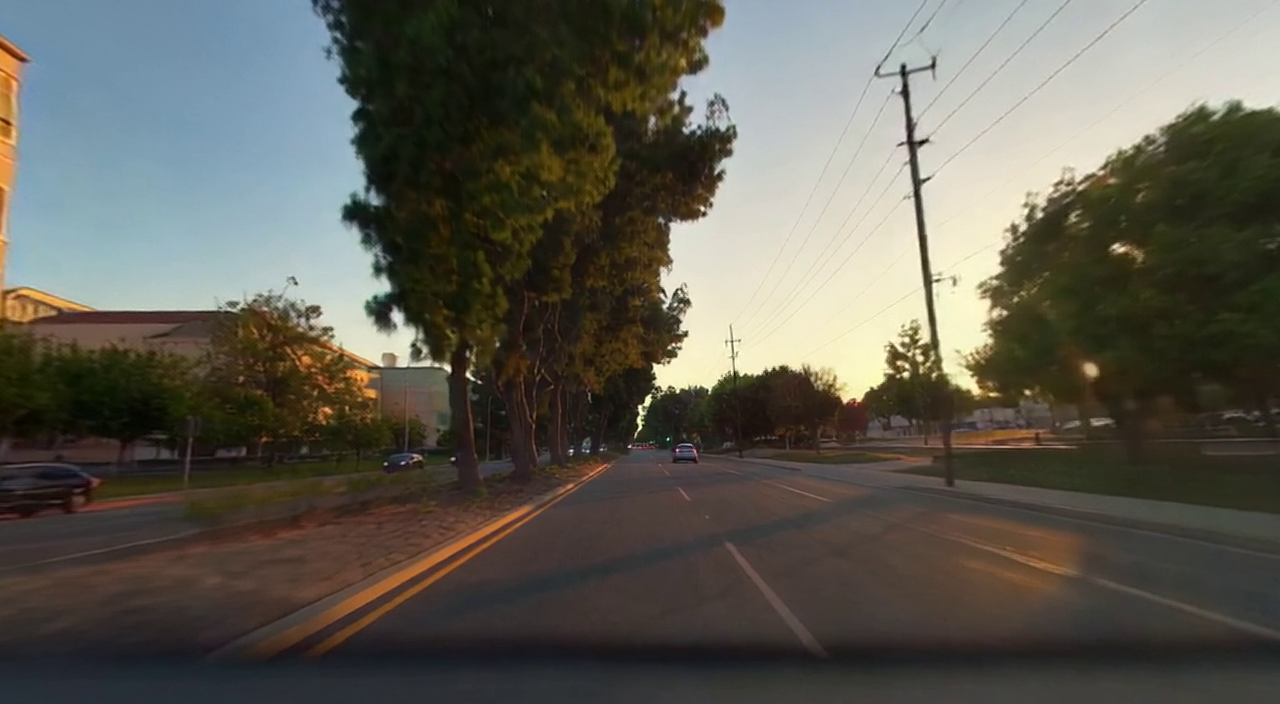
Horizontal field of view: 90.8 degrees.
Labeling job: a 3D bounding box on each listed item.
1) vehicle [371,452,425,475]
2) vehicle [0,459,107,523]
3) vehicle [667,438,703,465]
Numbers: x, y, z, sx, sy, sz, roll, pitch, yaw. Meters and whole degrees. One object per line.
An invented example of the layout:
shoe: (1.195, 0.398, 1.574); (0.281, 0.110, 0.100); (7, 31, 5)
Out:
vehicle: (-16.867, 7.753, 44.304); (1.908, 1.445, 4.730); (0, -8, 1)
vehicle: (-16.971, 3.593, 16.377); (1.973, 1.536, 4.871); (0, -8, 1)
vehicle: (3.143, 7.105, 45.364); (2.085, 1.828, 5.383); (0, -8, -1)
